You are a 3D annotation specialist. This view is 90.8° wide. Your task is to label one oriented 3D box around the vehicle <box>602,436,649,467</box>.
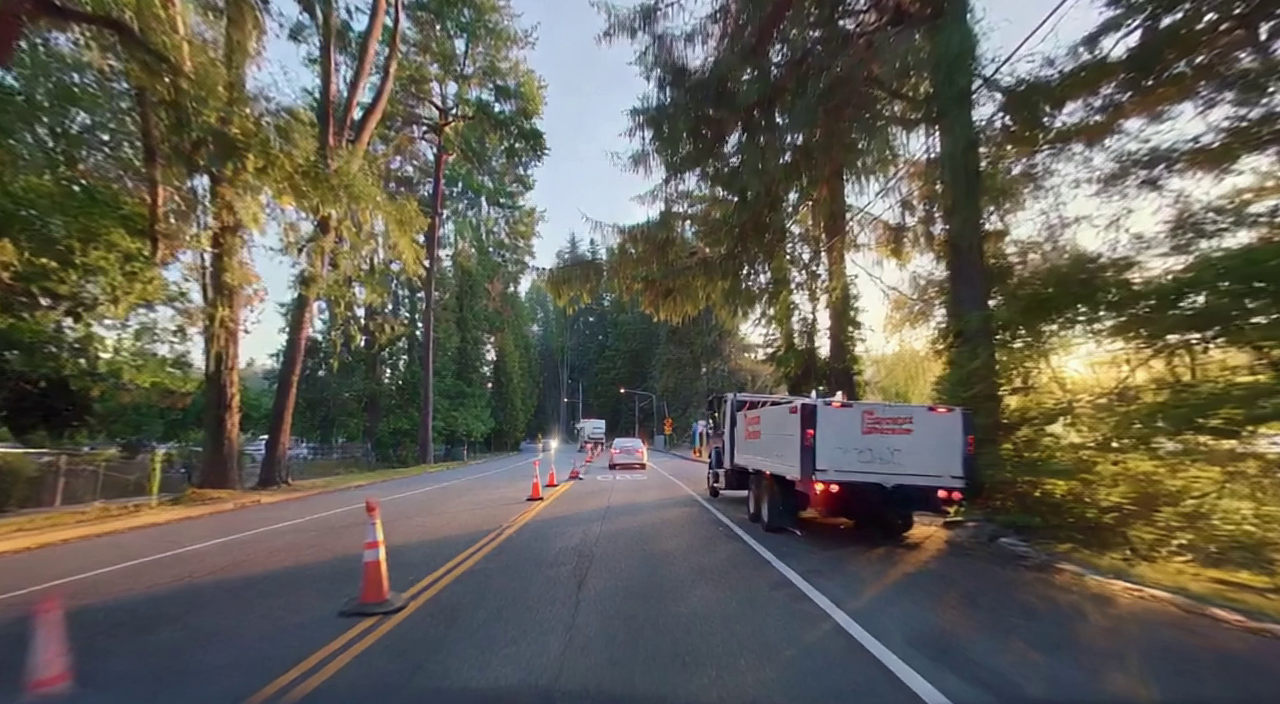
[{"bbox_3d":[-0.758,5.022,31.966,2.186,1.463,4.356,0,-8,-2],"label":"vehicle"}]
